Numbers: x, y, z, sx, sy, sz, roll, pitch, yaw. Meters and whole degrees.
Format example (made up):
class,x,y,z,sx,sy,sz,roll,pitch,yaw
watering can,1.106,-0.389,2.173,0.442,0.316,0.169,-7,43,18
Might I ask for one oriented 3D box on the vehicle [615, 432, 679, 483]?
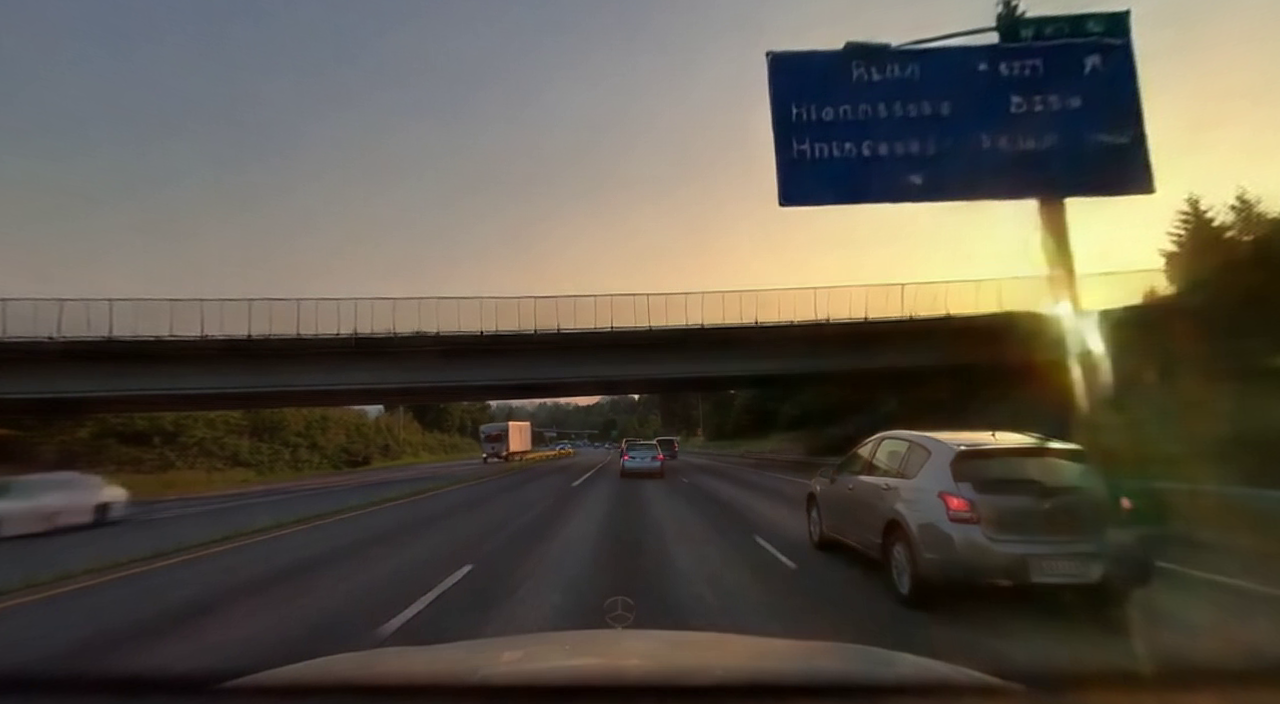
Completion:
class,x,y,z,sx,sy,sz,roll,pitch,yaw
vehicle,0.162,3.763,22.687,2.092,1.636,4.024,0,-8,-2
